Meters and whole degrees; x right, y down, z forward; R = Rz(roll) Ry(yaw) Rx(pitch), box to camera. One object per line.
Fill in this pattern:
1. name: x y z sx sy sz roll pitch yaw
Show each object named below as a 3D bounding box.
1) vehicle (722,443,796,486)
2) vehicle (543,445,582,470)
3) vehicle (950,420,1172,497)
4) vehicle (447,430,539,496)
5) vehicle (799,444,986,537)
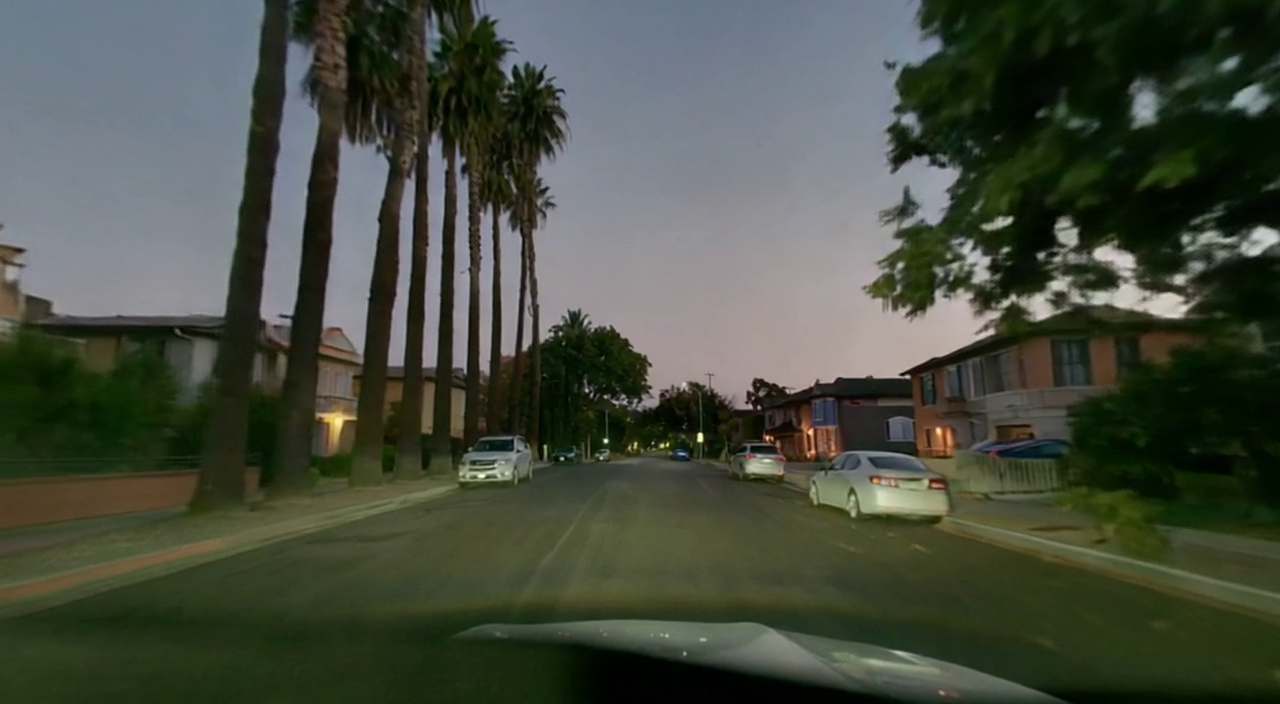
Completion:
1. vehicle: 4.620 4.423 25.254 1.991 1.554 4.501 0 -9 -1
2. vehicle: -5.273 7.197 43.446 2.079 1.486 4.877 -2 -8 -1
3. vehicle: 11.630 2.968 17.744 4.621 1.591 2.090 -5 -8 -1
4. vehicle: -4.783 3.685 21.358 2.149 1.877 5.082 -1 -8 -3
5. vehicle: 4.824 2.671 12.930 2.056 1.464 4.493 2 -9 1
